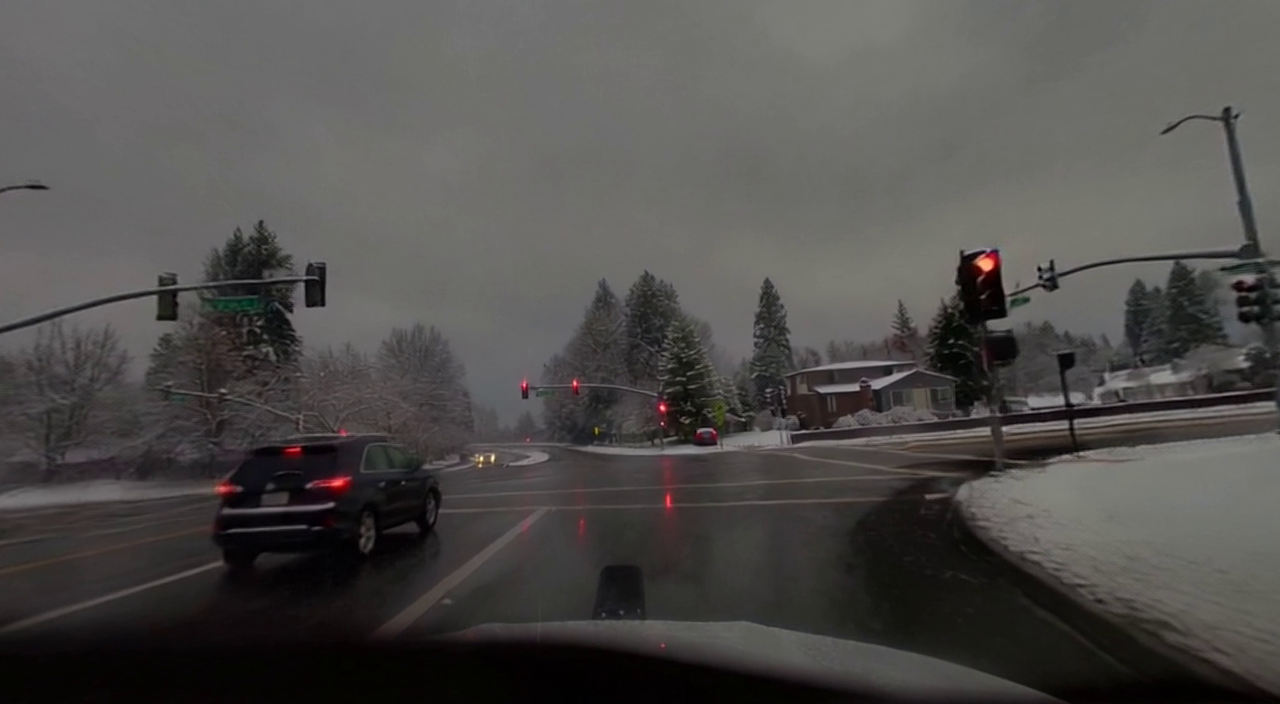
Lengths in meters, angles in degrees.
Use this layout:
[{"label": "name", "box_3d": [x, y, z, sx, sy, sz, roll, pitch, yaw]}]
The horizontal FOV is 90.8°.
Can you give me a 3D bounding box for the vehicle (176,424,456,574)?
[{"label": "vehicle", "box_3d": [-3.929, 1.786, 8.531, 1.777, 1.537, 3.831, 0, -8, -1]}]
